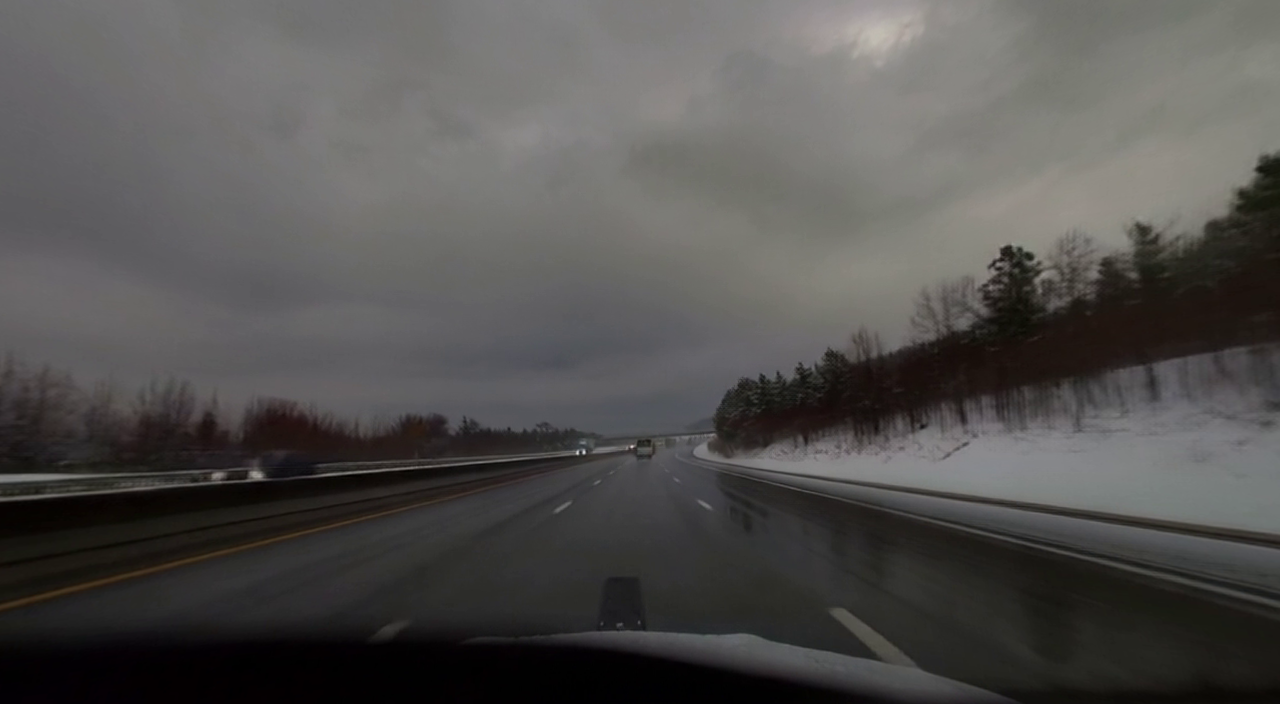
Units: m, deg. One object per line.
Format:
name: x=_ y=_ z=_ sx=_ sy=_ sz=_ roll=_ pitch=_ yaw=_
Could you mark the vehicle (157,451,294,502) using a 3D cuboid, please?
vehicle: x=-14.607 y=4.373 z=22.560 sx=1.903 sy=1.595 sz=4.306 roll=0 pitch=-9 yaw=1
